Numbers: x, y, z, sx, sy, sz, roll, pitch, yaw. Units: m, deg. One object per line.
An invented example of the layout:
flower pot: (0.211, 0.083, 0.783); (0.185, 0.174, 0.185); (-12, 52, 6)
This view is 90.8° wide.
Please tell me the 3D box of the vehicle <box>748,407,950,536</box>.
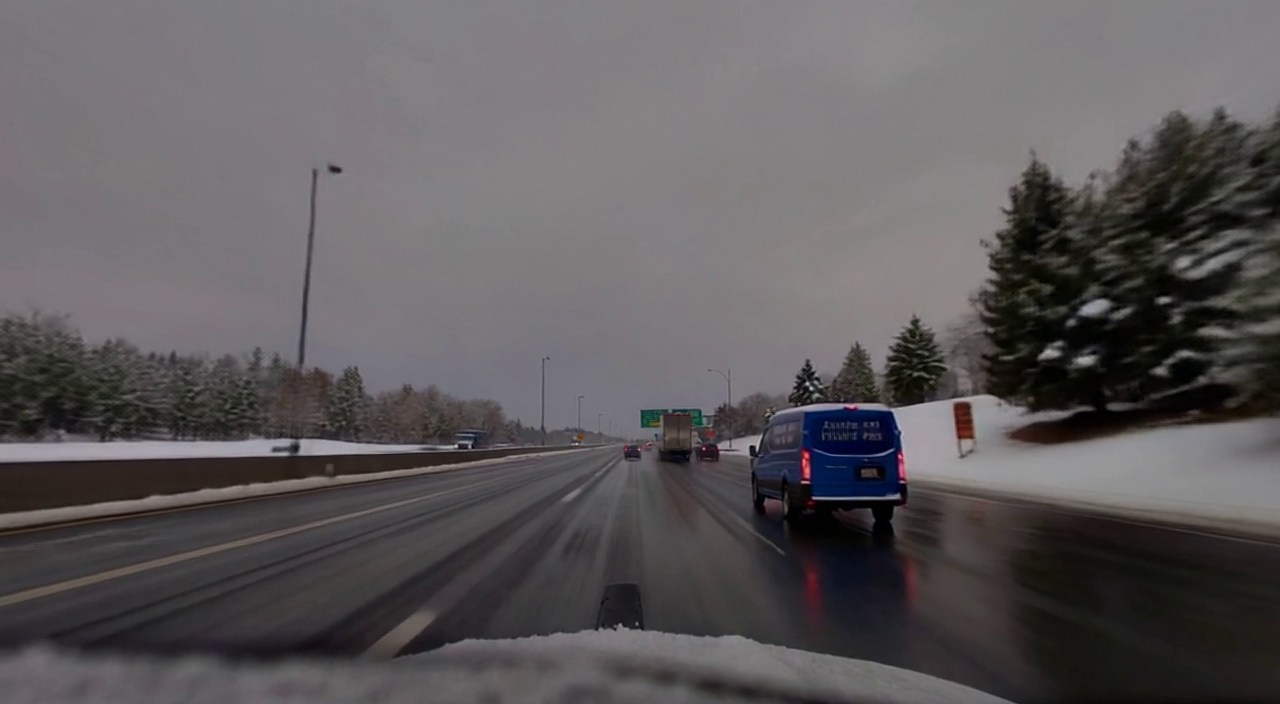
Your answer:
vehicle: (3.582, 2.163, 12.015); (2.035, 1.931, 4.841); (0, -9, -2)

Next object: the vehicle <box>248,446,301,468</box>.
vehicle: (-25.368, 7.289, 43.973); (1.576, 1.408, 3.540); (0, -9, 0)
